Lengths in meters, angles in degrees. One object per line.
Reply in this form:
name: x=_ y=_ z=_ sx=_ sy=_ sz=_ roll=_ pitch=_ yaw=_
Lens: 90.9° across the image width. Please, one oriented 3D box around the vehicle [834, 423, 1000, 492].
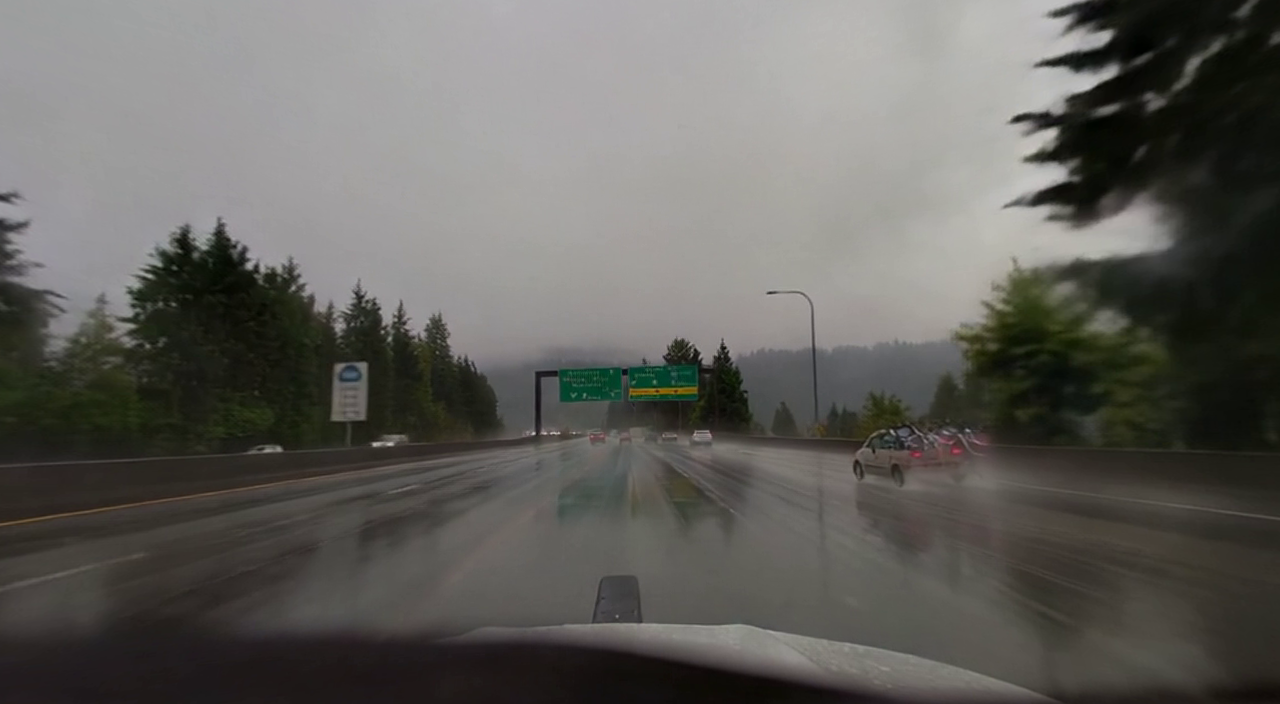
vehicle: x=6.860 y=2.641 z=16.317 sx=2.034 sy=1.511 sz=4.785 roll=0 pitch=-7 yaw=-1
